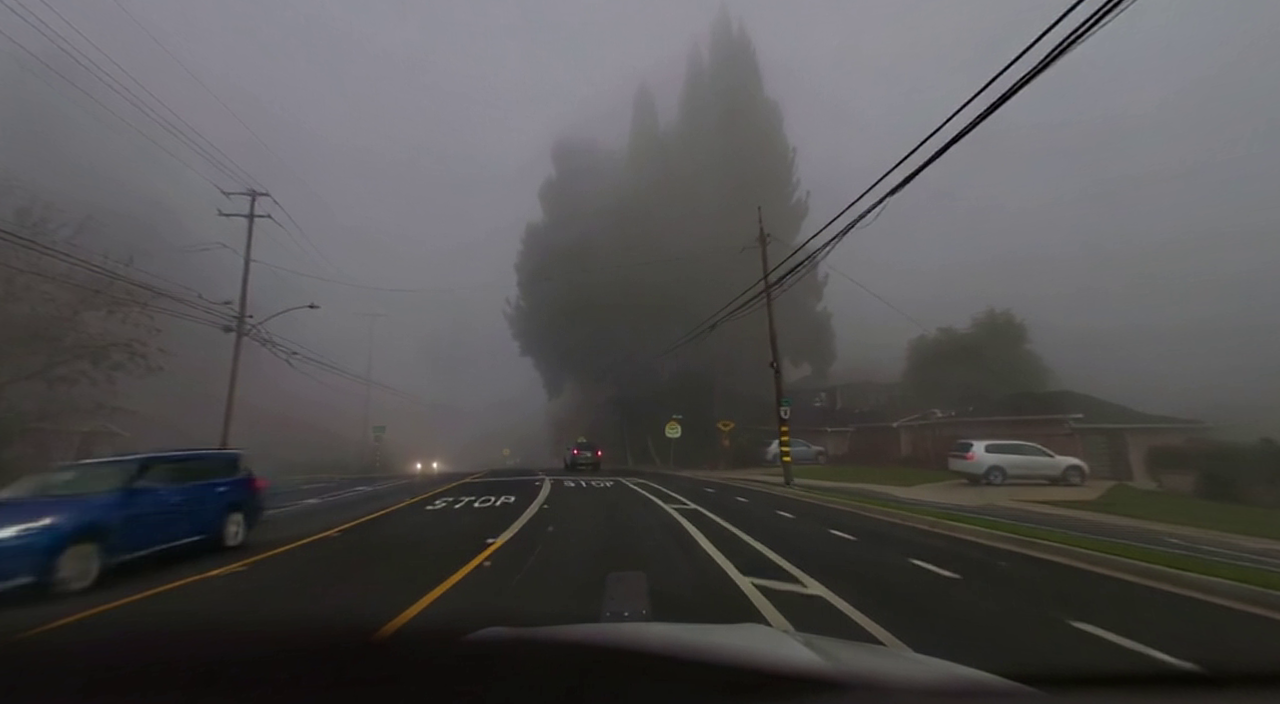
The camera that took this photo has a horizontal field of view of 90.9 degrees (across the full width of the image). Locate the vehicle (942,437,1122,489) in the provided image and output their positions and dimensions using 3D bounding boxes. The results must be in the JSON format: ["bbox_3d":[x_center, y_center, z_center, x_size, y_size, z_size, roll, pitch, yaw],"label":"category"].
[{"bbox_3d":[12.035,3.394,19.547,4.383,1.508,1.884,1,-8,-5],"label":"vehicle"}]

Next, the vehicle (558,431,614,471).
[{"bbox_3d":[-2.888,5.059,32.708,2.284,1.741,4.702,4,-7,-11],"label":"vehicle"}]

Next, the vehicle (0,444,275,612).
[{"bbox_3d":[-6.805,1.887,7.703,2.003,1.483,4.545,0,-8,-1],"label":"vehicle"}]

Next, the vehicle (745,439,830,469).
[{"bbox_3d":[8.939,6.158,38.273,4.582,1.707,1.934,2,-8,-12],"label":"vehicle"}]
